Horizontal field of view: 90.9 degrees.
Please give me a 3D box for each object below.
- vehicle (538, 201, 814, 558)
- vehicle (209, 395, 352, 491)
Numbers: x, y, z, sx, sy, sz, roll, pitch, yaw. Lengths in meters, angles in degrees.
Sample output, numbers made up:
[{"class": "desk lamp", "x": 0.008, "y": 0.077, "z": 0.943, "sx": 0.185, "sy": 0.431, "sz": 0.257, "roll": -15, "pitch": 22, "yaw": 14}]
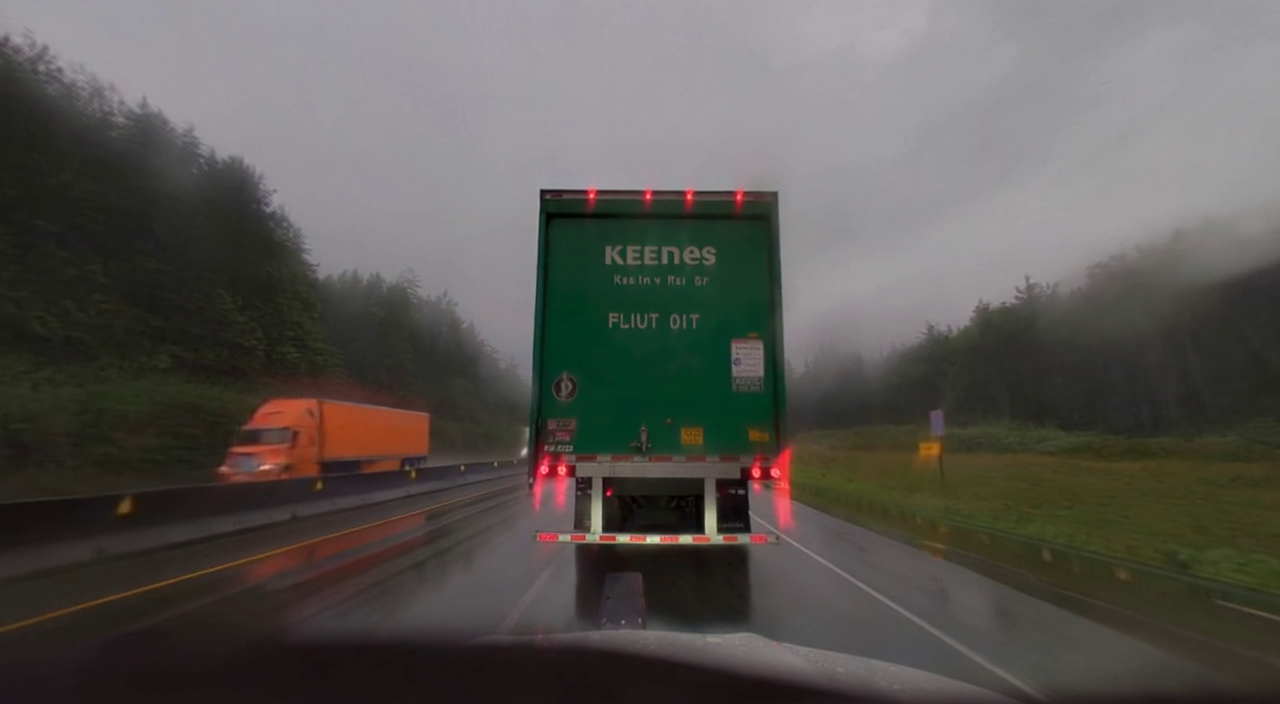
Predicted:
[{"class": "vehicle", "x": 0.464, "y": 1.362, "z": 14.817, "sx": 3.230, "sy": 4.377, "sz": 14.405, "roll": 0, "pitch": -9, "yaw": 0}, {"class": "vehicle", "x": -16.258, "y": 4.226, "z": 29.106, "sx": 2.992, "sy": 3.946, "sz": 5.787, "roll": 0, "pitch": -9, "yaw": 0}]
